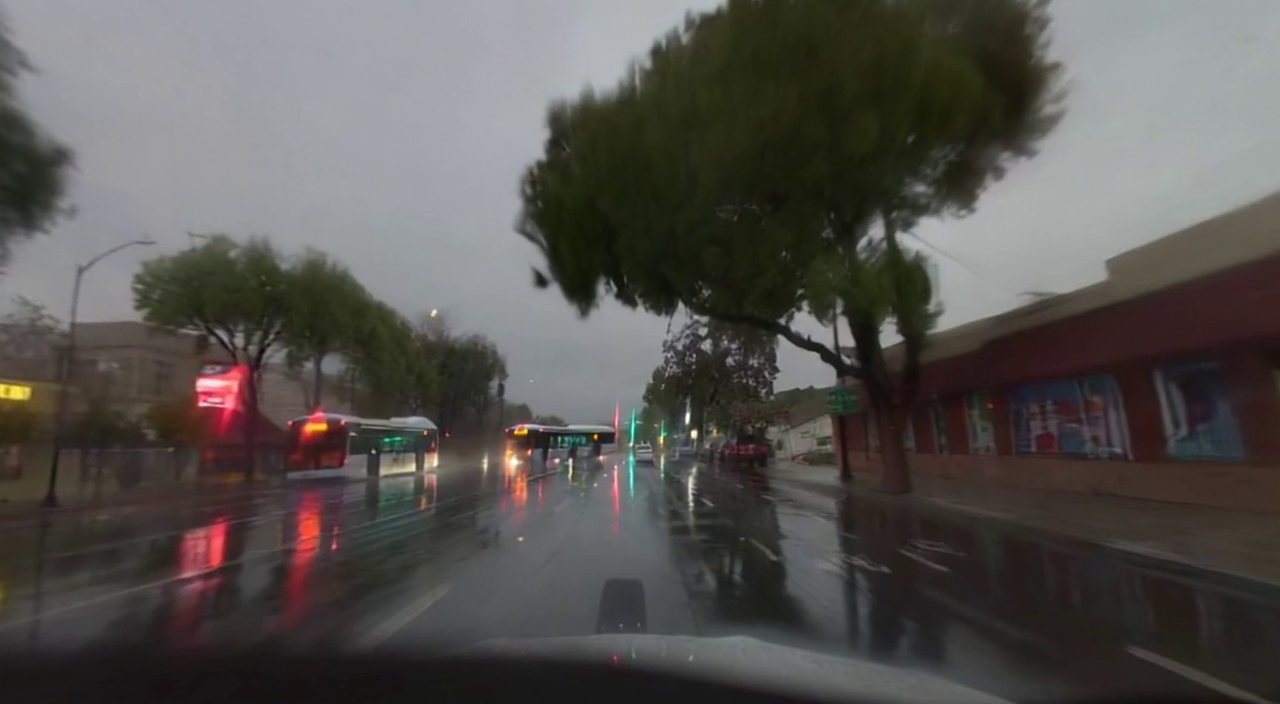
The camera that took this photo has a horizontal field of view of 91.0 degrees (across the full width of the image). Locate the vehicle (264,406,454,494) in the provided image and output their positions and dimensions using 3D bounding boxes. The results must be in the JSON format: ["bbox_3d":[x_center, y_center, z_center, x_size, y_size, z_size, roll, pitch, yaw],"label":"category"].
[{"bbox_3d":[-12.628,4.682,30.420,3.356,3.365,12.460,0,-9,1],"label":"vehicle"}]

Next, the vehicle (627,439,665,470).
[{"bbox_3d":[0.310,6.131,37.866,2.089,1.699,4.650,1,-9,-1],"label":"vehicle"}]

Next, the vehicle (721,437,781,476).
[{"bbox_3d":[5.162,4.944,29.964,2.014,1.681,4.332,0,-9,-1],"label":"vehicle"}]

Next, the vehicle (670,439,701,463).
[{"bbox_3d":[3.337,7.421,47.075,2.222,1.688,3.952,0,-9,3],"label":"vehicle"}]
